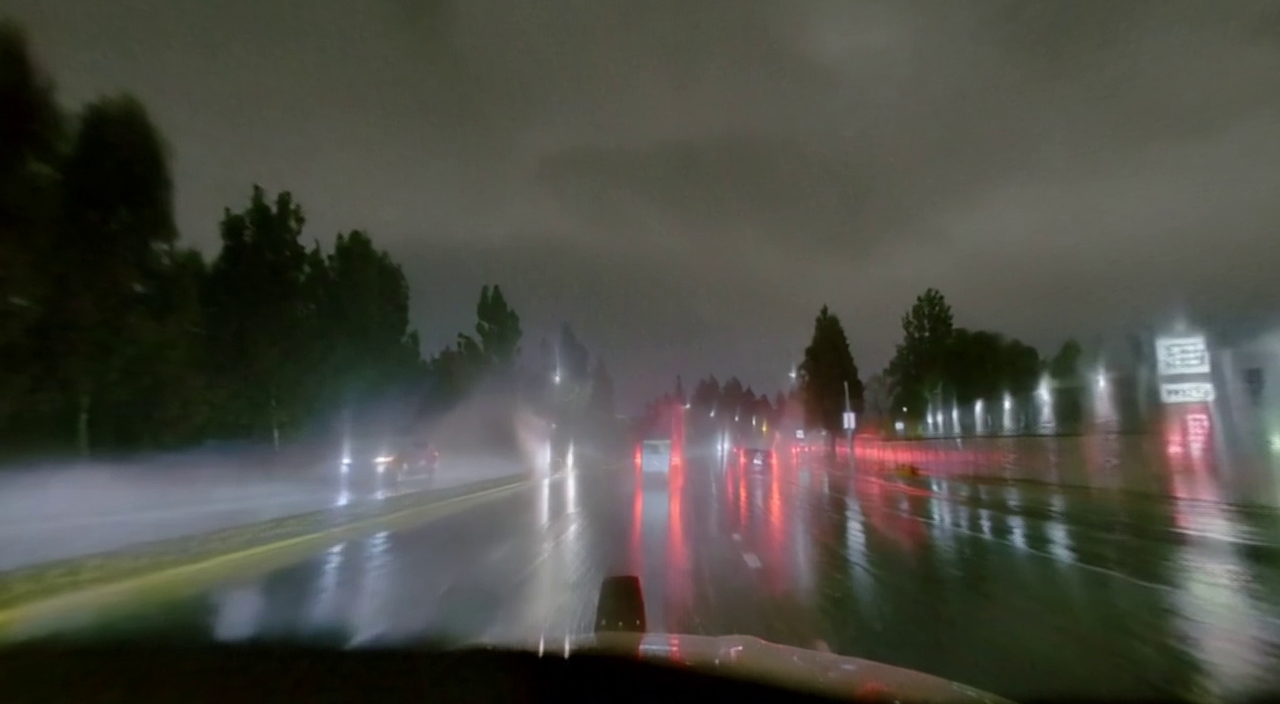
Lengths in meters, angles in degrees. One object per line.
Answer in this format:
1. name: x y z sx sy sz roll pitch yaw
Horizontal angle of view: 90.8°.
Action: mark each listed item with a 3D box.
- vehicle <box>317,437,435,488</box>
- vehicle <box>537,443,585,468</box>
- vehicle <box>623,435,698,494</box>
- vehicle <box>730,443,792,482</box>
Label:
1. vehicle: -9.964 4.186 24.350 2.329 1.757 4.464 -1 -8 5
2. vehicle: -5.010 6.642 40.683 1.933 1.472 4.482 -1 -8 8
3. vehicle: 0.785 3.602 20.674 2.105 1.676 4.541 -1 -8 6
4. vehicle: 4.961 4.562 26.395 2.147 1.474 4.083 -1 -8 6
